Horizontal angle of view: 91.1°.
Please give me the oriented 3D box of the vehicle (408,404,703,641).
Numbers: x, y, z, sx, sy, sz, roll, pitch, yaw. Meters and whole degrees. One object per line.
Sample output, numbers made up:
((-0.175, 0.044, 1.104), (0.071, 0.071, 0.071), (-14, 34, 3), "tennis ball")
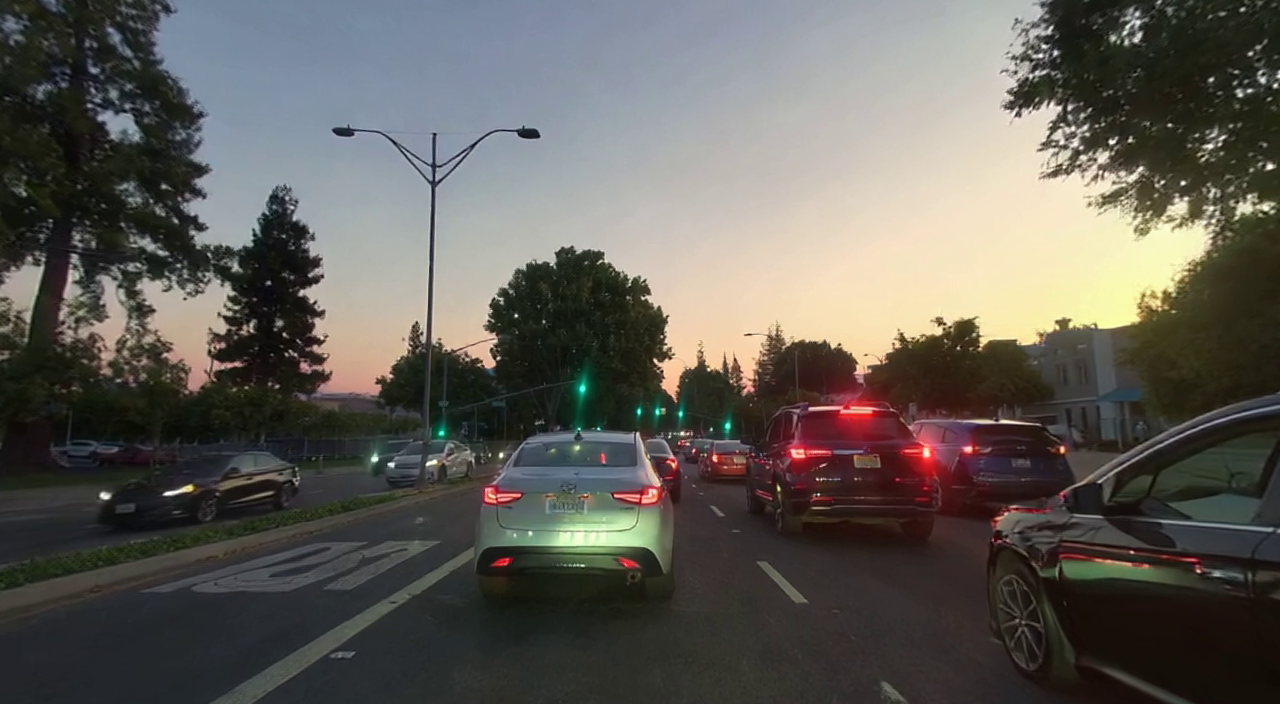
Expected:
((-0.557, 1.520, 6.592), (2.111, 1.676, 4.018), (0, -9, 2), "vehicle")

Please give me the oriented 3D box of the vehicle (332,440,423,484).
((-12.647, 5.309, 30.676), (2.314, 1.962, 4.891), (0, -9, 0), "vehicle")

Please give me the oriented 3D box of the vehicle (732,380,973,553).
((3.482, 2.073, 11.999), (2.516, 2.481, 5.766), (0, -9, -1), "vehicle")

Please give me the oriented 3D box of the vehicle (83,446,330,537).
((-9.349, 2.979, 14.194), (2.179, 1.689, 4.558), (0, -9, 2), "vehicle")

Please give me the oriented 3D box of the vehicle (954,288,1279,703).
((3.175, 0.766, 2.085), (1.982, 1.960, 4.427), (0, -9, 1), "vehicle")
